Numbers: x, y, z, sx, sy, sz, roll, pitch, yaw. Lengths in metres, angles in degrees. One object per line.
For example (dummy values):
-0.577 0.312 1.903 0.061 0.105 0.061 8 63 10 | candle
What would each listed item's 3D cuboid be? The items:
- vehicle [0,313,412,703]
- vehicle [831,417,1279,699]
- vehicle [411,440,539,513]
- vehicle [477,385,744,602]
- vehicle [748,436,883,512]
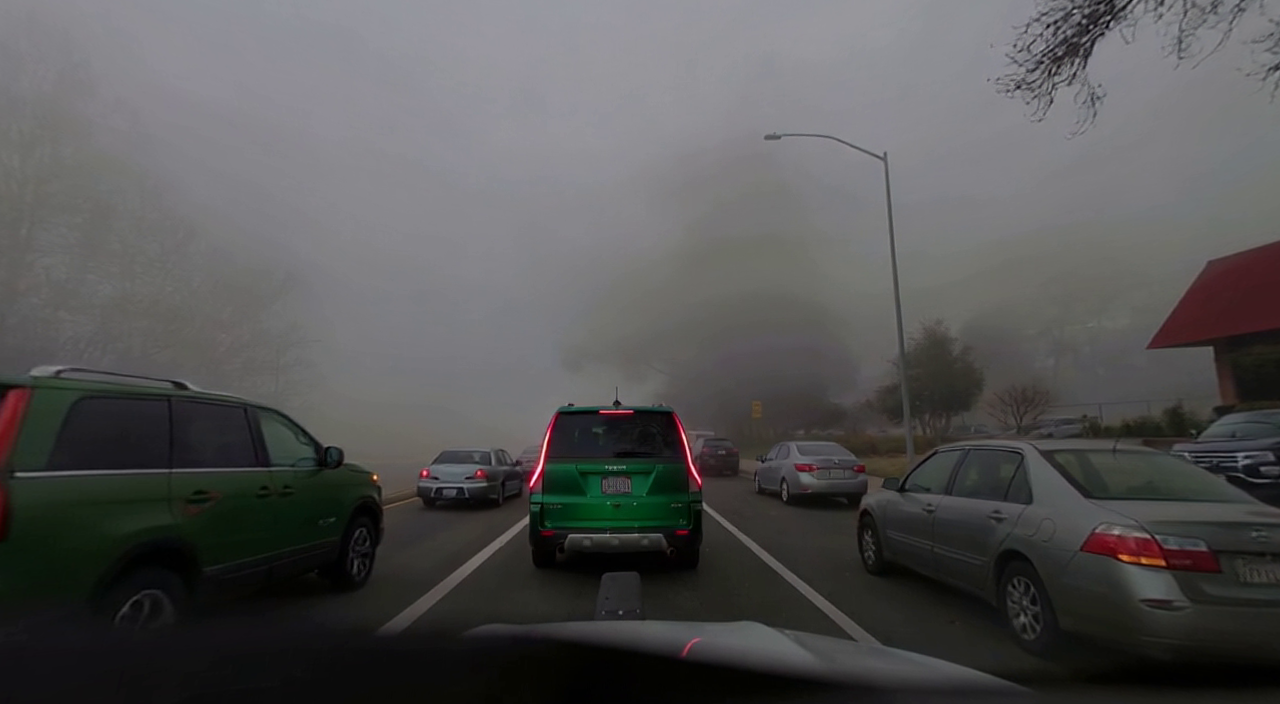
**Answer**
-3.632 1.087 4.642 2.231 1.853 4.461 0 -9 0 | vehicle
3.366 1.425 5.605 1.900 1.477 4.352 0 -9 -1 | vehicle
-3.643 2.813 14.782 1.849 1.451 4.218 0 -9 0 | vehicle
-0.295 1.507 7.511 2.238 1.825 4.190 0 -9 -1 | vehicle
3.912 2.776 14.889 1.875 1.521 4.192 0 -9 -1 | vehicle
